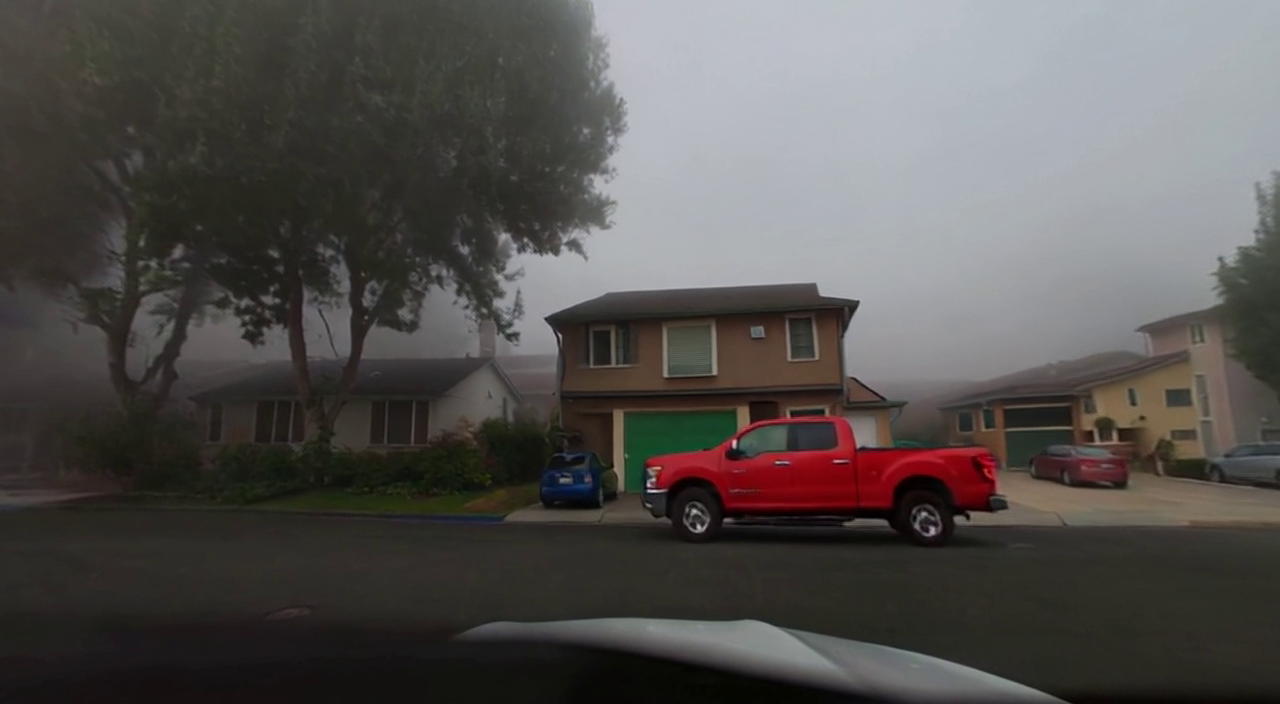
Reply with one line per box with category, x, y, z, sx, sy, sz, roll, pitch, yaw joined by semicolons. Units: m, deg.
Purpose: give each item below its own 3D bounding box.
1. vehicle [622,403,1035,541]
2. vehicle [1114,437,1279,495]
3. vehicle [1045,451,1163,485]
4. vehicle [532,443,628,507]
vehicle;2.670;1.841;10.040;5.600;1.835;2.161;-1;-8;9
vehicle;18.946;3.742;21.011;4.383;1.784;2.211;-2;-8;9
vehicle;21.027;5.252;28.730;3.897;1.416;1.703;-2;-8;10
vehicle;-1.696;3.623;19.056;1.869;1.460;3.826;-5;-6;10
